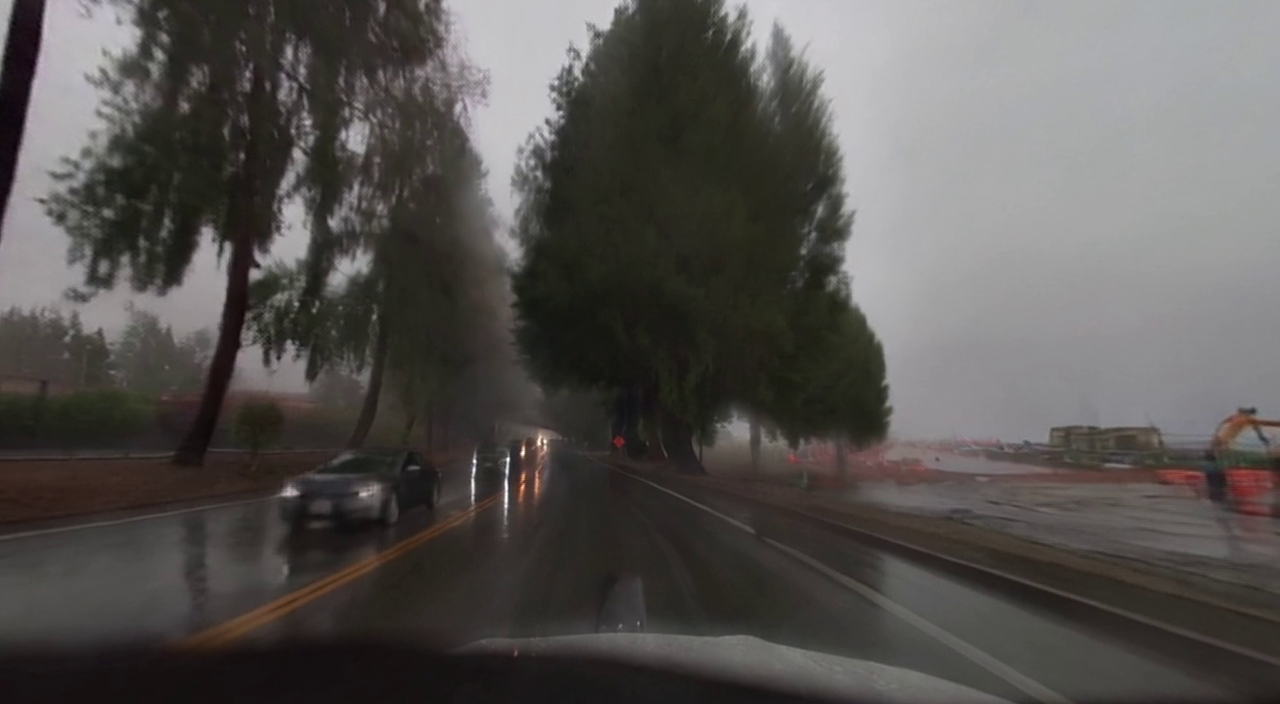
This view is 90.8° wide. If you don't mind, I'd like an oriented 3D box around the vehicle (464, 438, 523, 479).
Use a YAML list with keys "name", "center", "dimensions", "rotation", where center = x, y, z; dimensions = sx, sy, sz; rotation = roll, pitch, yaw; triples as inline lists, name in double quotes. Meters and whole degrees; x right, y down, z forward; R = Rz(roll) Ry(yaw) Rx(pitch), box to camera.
- name: "vehicle"
  center: [-6.395, 4.675, 28.050]
  dimensions: [2.001, 1.642, 3.942]
  rotation: [0, -8, -5]

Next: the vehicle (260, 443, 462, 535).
- name: "vehicle"
  center: [-4.981, 2.465, 12.064]
  dimensions: [1.975, 1.415, 4.194]
  rotation: [0, -8, -1]
